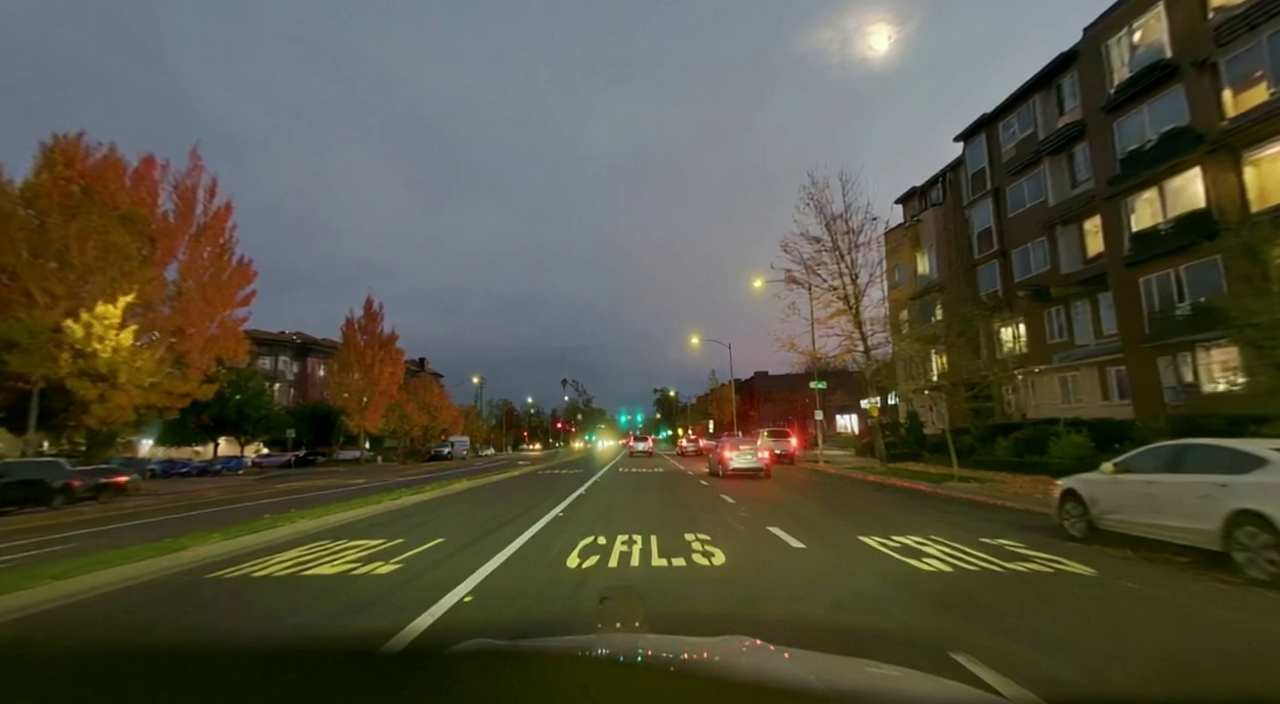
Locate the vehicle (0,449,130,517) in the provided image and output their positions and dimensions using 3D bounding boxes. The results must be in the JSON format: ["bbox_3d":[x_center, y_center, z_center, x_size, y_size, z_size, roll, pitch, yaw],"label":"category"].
[{"bbox_3d":[-19.078,4.008,19.705,2.080,1.846,4.948,0,-8,0],"label":"vehicle"}]

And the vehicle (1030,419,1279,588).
[{"bbox_3d":[6.760,1.551,6.938,1.934,1.507,4.670,0,-8,0],"label":"vehicle"}]

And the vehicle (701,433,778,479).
[{"bbox_3d":[3.528,3.798,23.217,1.977,1.498,4.521,0,-8,-1],"label":"vehicle"}]

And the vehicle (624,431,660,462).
[{"bbox_3d":[0.108,6.139,41.082,2.239,1.856,4.815,0,-8,-1],"label":"vehicle"}]

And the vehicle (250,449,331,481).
[{"bbox_3d":[-22.363,7.203,40.596,2.113,1.865,5.128,-1,-8,2],"label":"vehicle"}]

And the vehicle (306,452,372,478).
[{"bbox_3d":[-19.218,7.211,40.457,1.886,1.495,4.593,0,-8,1],"label":"vehicle"}]
